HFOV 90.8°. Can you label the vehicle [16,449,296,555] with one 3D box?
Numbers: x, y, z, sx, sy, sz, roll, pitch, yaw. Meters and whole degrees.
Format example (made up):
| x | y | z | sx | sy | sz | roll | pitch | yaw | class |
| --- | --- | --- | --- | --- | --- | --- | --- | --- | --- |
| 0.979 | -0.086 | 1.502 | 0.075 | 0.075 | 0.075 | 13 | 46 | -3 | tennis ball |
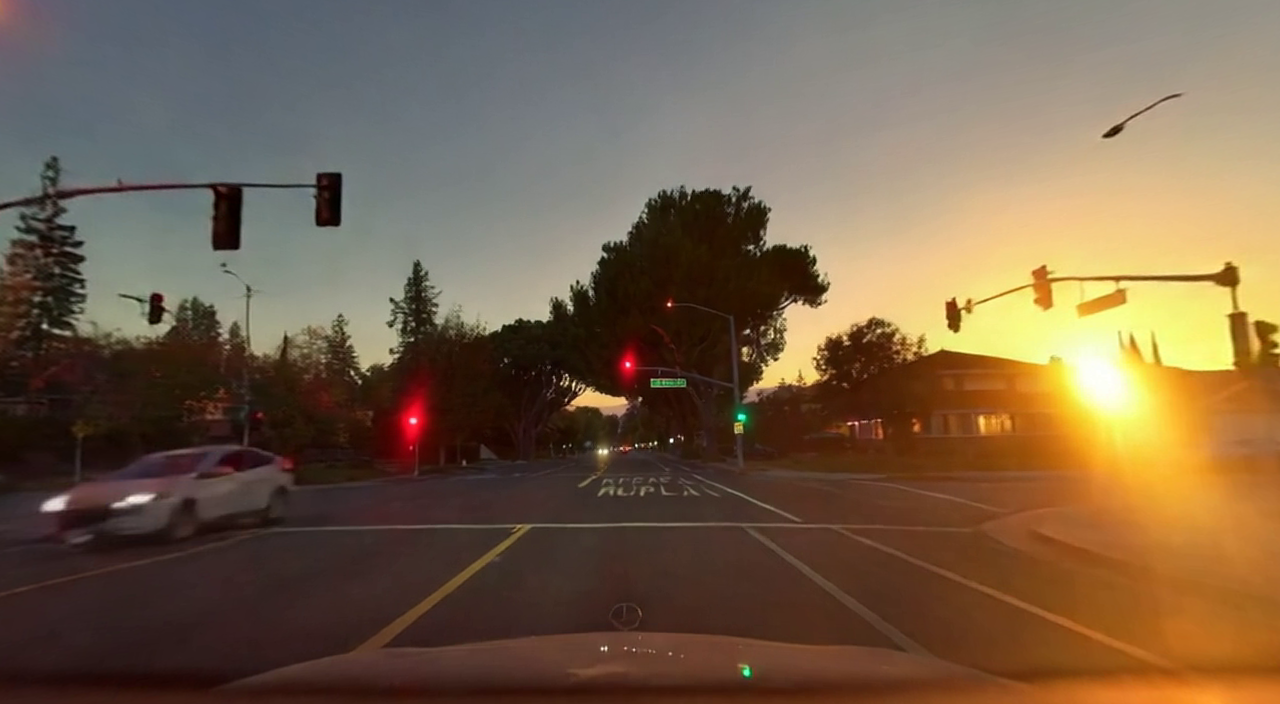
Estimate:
| x | y | z | sx | sy | sz | roll | pitch | yaw | class |
| --- | --- | --- | --- | --- | --- | --- | --- | --- | --- |
| -8.062 | 2.475 | 11.091 | 1.869 | 1.497 | 3.768 | 0 | -9 | 0 | vehicle |
